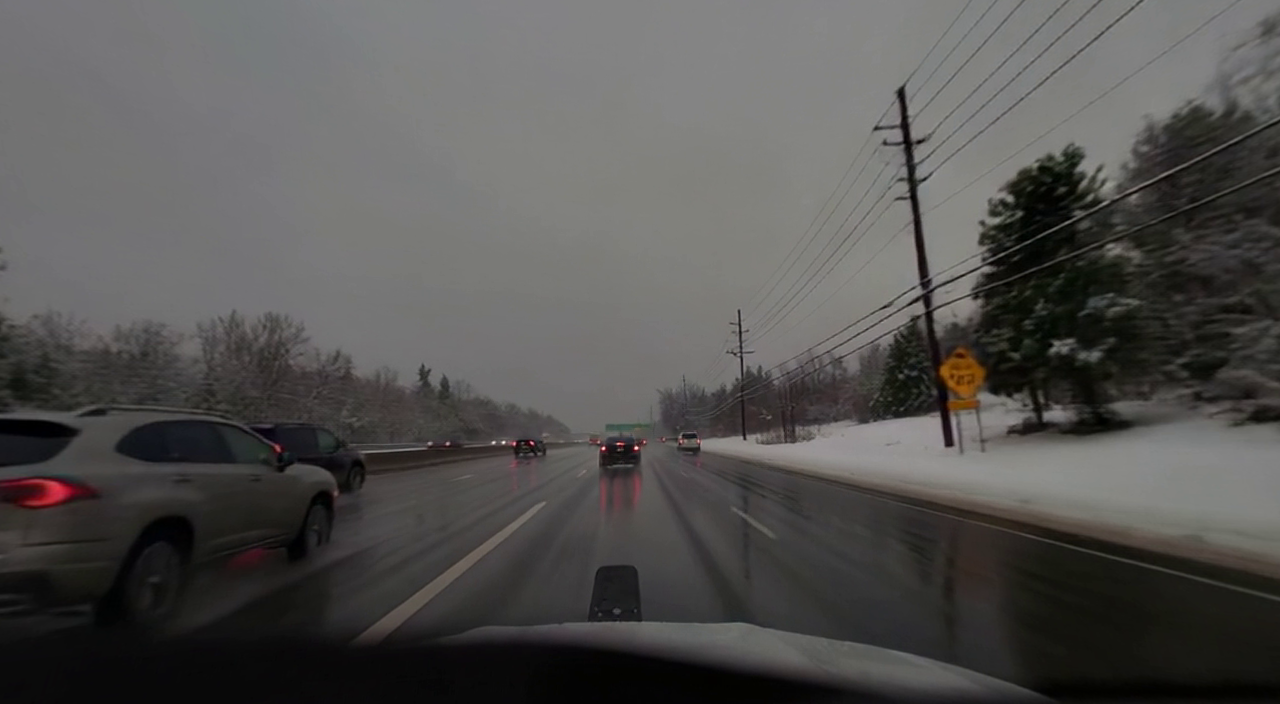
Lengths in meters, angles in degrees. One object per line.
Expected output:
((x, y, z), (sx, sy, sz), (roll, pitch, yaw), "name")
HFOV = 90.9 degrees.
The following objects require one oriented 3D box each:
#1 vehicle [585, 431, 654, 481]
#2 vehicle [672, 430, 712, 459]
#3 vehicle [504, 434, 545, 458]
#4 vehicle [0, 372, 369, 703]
((-0.639, 3.351, 20.676), (2.086, 1.488, 3.440), (0, -8, -1), "vehicle")
((3.143, 5.711, 39.032), (1.950, 1.695, 4.446), (0, -8, -2), "vehicle")
((-7.708, 6.295, 42.448), (1.992, 1.494, 4.133), (0, -8, 0), "vehicle")
((-3.893, 1.113, 4.499), (1.901, 1.601, 4.610), (0, -8, -1), "vehicle")
